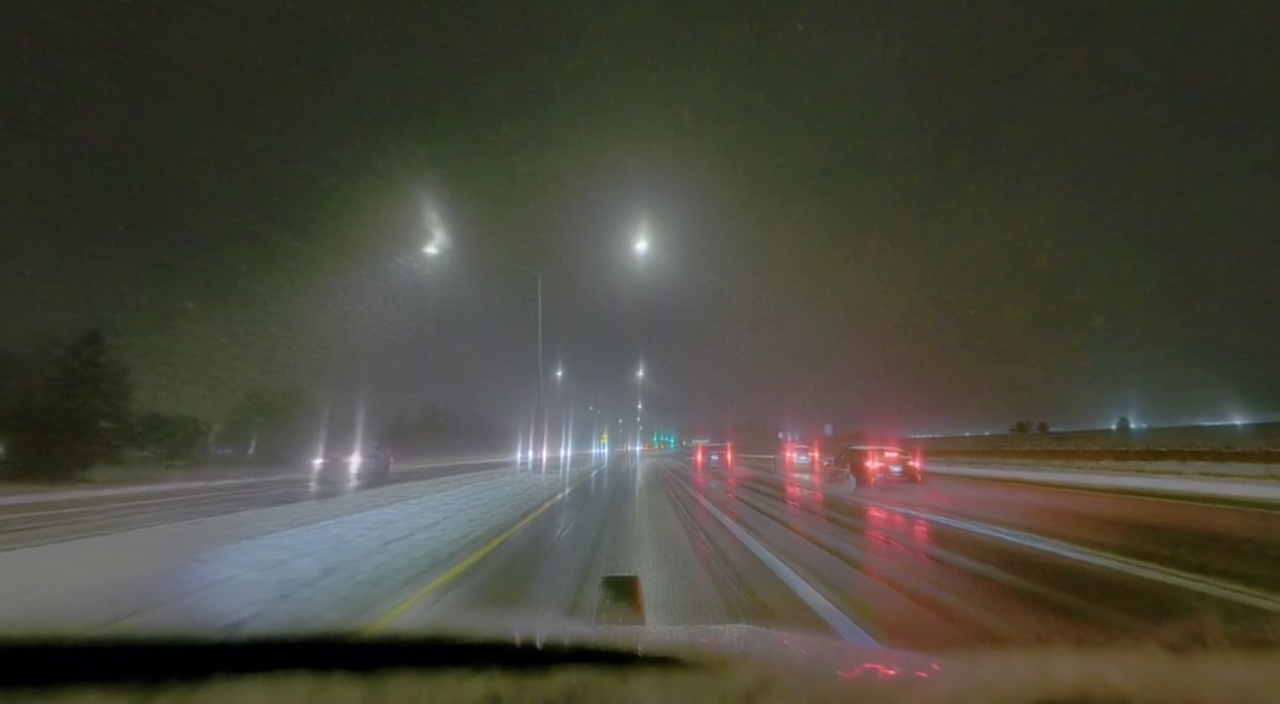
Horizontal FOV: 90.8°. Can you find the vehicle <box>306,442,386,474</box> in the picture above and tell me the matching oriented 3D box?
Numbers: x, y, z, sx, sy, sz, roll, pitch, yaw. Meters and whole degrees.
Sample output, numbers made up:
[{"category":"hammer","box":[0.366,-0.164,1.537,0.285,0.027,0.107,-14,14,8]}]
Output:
[{"category":"vehicle","box":[-14.405,5.202,31.284,1.796,1.429,4.540,0,-8,0]}]

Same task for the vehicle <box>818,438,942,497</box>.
[{"category":"vehicle","box":[6.855,3.329,18.589,2.038,1.528,3.910,0,-9,-1]}]

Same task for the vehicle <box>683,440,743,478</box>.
[{"category":"vehicle","box":[3.207,4.787,28.586,2.056,1.553,4.320,0,-9,-2]}]
